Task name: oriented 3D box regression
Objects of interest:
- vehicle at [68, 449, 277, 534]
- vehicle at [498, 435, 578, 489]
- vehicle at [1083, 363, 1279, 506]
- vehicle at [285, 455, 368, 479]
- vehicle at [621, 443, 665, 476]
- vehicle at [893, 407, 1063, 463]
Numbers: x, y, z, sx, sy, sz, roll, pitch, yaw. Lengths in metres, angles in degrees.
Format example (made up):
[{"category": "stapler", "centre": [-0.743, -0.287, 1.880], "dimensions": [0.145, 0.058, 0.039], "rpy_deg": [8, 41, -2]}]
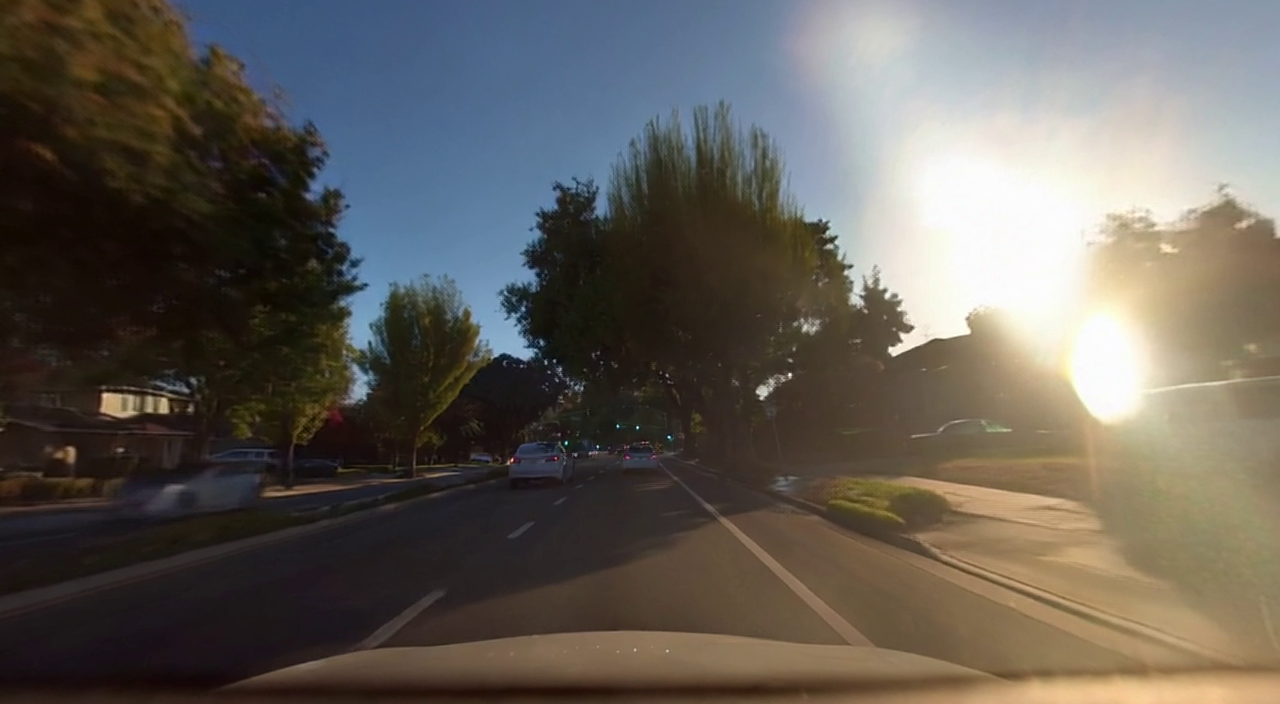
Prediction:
[{"category": "vehicle", "centre": [-12.091, 3.558, 16.867], "dimensions": [2.070, 1.752, 4.629], "rpy_deg": [-4, -8, 0]}, {"category": "vehicle", "centre": [-3.583, 3.946, 23.055], "dimensions": [2.157, 1.771, 4.452], "rpy_deg": [0, -8, 0]}, {"category": "vehicle", "centre": [11.318, 1.306, 10.734], "dimensions": [5.552, 2.070, 2.533], "rpy_deg": [-2, -8, -1]}, {"category": "vehicle", "centre": [-21.985, 8.081, 44.428], "dimensions": [4.792, 1.551, 1.931], "rpy_deg": [0, -8, -1]}, {"category": "vehicle", "centre": [0.166, 5.329, 31.646], "dimensions": [2.062, 1.518, 3.901], "rpy_deg": [0, -8, 0]}, {"category": "vehicle", "centre": [15.469, 3.836, 29.199], "dimensions": [6.374, 2.098, 2.415], "rpy_deg": [-3, -8, -1]}]
